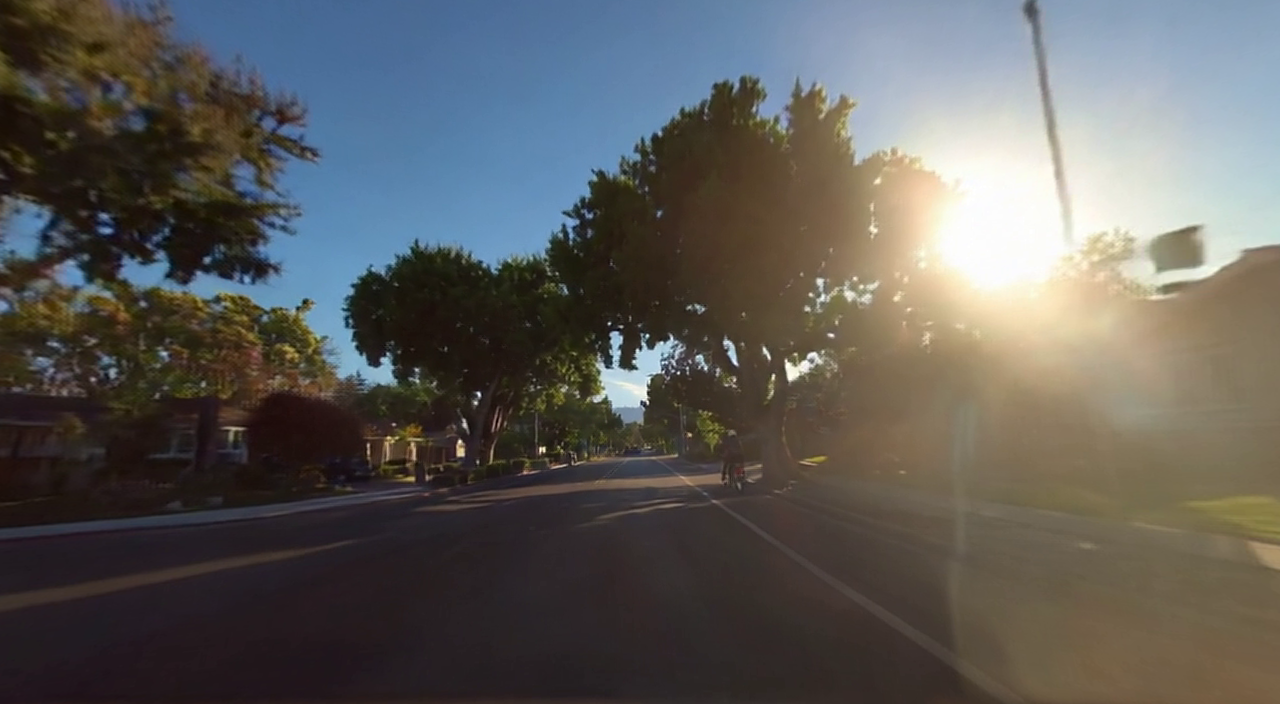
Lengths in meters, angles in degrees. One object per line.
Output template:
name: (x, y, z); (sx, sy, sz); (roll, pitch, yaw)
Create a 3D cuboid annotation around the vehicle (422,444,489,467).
vehicle: (-14.231, 8.011, 48.930); (4.587, 1.722, 1.906); (1, -9, -2)

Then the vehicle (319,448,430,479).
vehicle: (-13.219, 5.560, 31.728); (4.717, 1.465, 1.887); (1, -9, -3)
